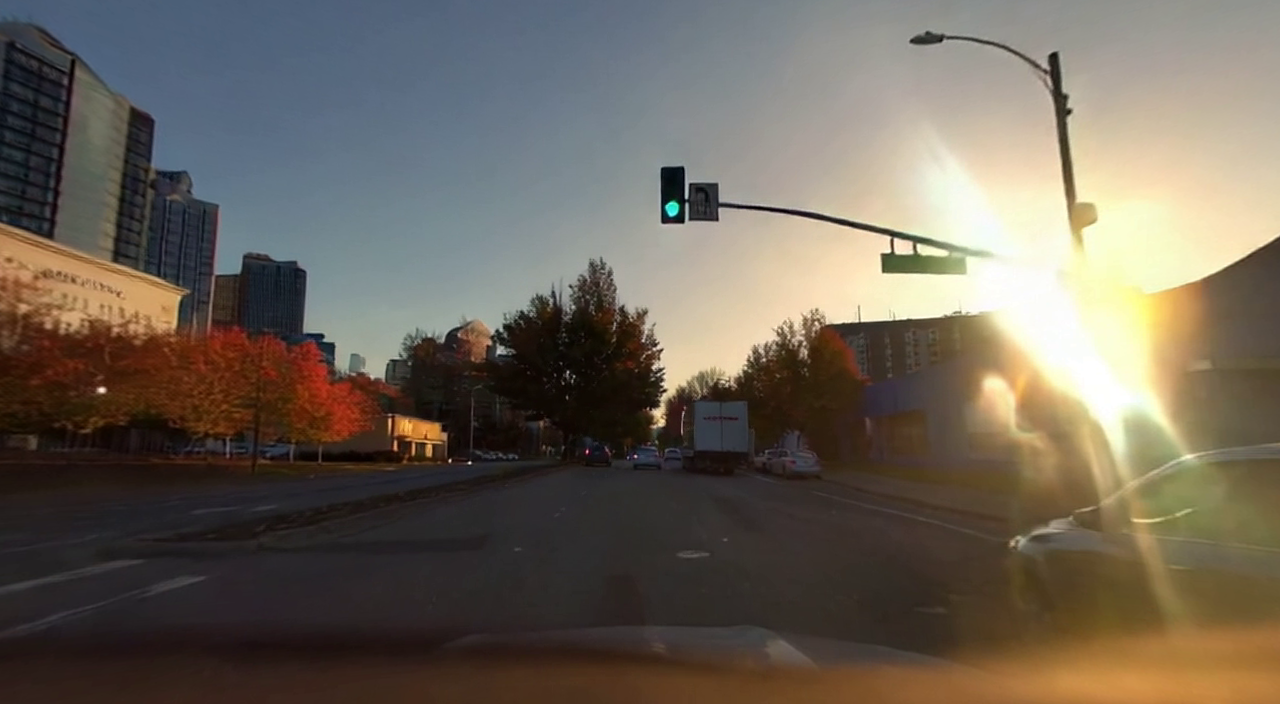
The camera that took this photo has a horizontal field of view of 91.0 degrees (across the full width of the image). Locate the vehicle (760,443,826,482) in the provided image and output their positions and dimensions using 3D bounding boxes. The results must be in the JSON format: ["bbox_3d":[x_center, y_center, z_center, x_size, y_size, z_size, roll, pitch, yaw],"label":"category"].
[{"bbox_3d":[6.963,5.179,29.155,1.889,1.417,4.759,-2,-13,1],"label":"vehicle"}]

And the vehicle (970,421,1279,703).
[{"bbox_3d":[3.799,1.047,2.841,1.915,1.449,4.970,0,-8,0],"label":"vehicle"}]

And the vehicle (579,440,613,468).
[{"bbox_3d":[-3.105,7.278,45.232,2.035,1.867,4.607,0,-8,1],"label":"vehicle"}]

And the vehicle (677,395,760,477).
[{"bbox_3d":[3.857,4.576,33.888,3.003,3.680,10.684,0,-8,0],"label":"vehicle"}]

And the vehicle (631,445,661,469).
[{"bbox_3d":[0.395,6.856,41.358,1.846,1.528,4.348,0,-8,0],"label":"vehicle"}]
